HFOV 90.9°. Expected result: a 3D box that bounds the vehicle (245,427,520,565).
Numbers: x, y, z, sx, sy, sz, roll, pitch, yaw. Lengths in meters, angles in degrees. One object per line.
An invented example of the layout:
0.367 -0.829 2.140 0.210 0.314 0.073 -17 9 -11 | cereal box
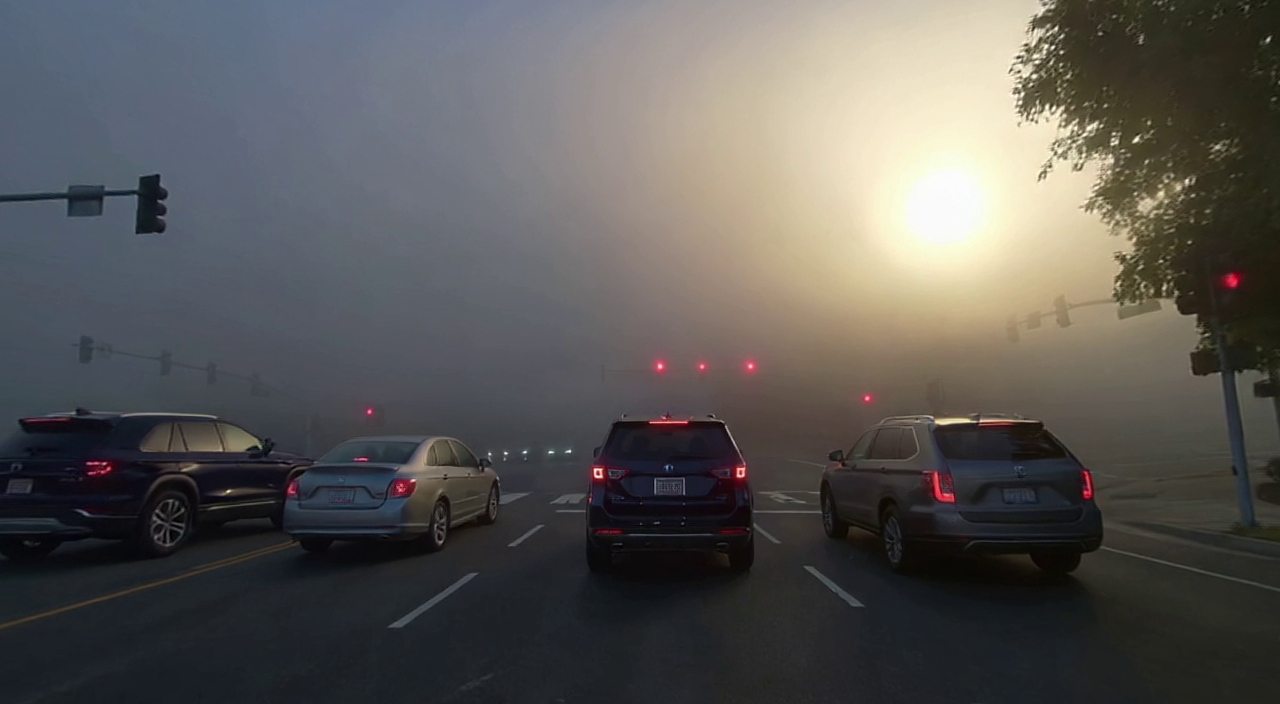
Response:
-3.239 1.886 9.106 1.885 1.475 4.359 -1 -8 4 | vehicle

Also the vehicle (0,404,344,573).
-6.624 1.825 9.243 2.075 1.796 4.785 0 -8 2 | vehicle

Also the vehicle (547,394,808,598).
0.390 1.523 7.497 2.198 1.708 4.170 0 -8 2 | vehicle

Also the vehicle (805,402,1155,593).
3.525 1.586 7.741 2.047 1.638 4.395 -1 -8 4 | vehicle
